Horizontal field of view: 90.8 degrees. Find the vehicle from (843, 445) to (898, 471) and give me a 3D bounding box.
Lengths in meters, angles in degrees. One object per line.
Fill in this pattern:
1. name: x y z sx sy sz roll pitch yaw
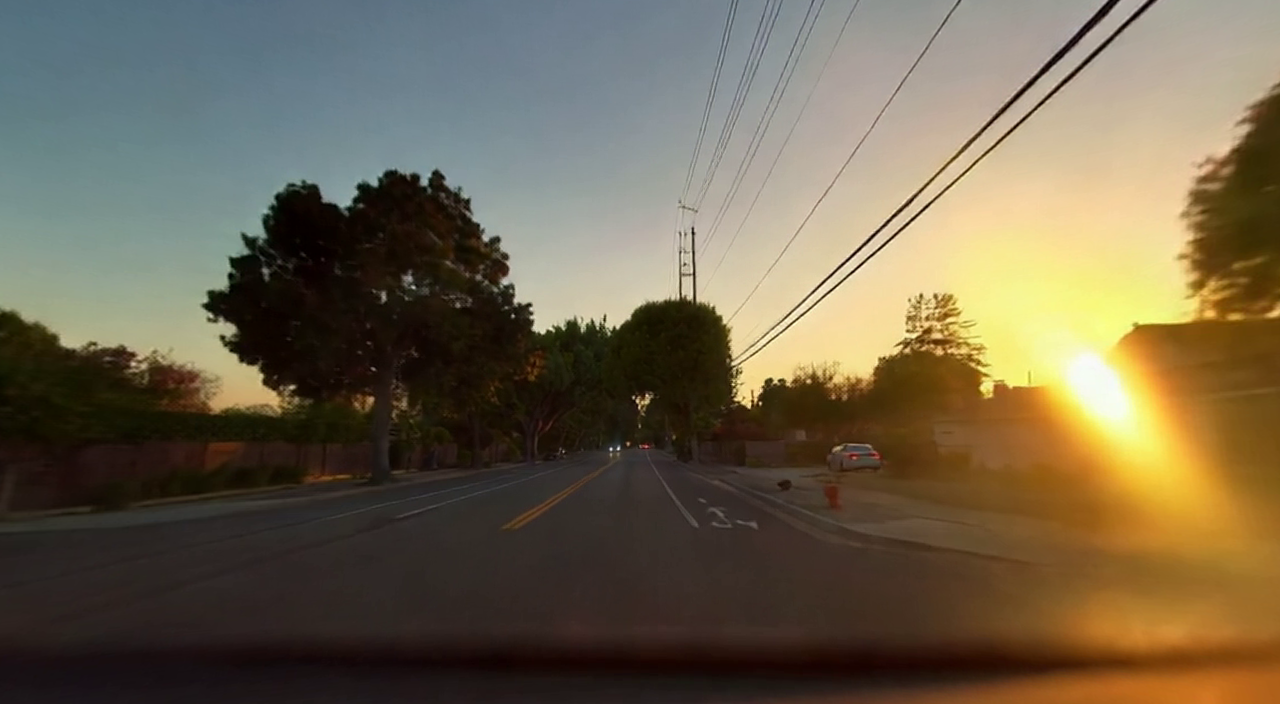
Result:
1. vehicle: 14.640 6.749 40.391 1.810 1.470 4.551 1 -8 0
